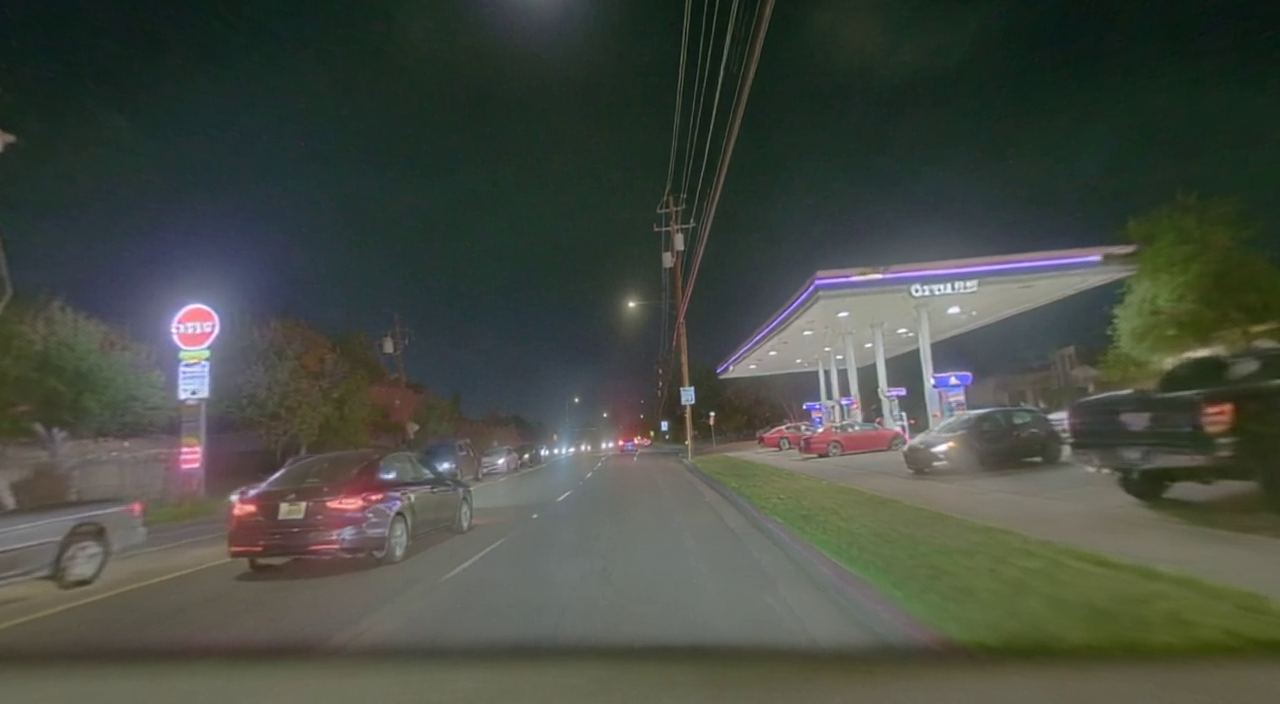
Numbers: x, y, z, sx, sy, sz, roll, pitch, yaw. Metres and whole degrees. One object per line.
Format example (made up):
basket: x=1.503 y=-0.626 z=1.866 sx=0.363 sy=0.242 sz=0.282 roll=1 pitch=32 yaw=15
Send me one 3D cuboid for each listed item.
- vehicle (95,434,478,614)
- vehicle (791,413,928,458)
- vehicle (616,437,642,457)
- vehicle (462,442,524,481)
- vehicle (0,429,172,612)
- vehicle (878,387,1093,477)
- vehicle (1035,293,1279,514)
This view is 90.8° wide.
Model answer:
vehicle: x=-3.500 y=1.752 z=7.489 sx=1.943 sy=1.455 sz=4.414 roll=0 pitch=-8 yaw=1
vehicle: x=8.196 y=3.129 z=23.537 sx=4.713 sy=1.518 sz=2.035 roll=4 pitch=-9 yaw=-27
vehicle: x=-0.793 y=7.245 z=48.274 sx=1.909 sy=1.482 sz=4.390 roll=0 pitch=-8 yaw=0
vehicle: x=-6.637 y=4.963 z=28.991 sx=1.863 sy=1.506 sz=4.597 roll=-3 pitch=-9 yaw=-2
vehicle: x=-6.997 y=1.620 z=5.542 sx=2.017 sy=1.681 sz=5.186 roll=-6 pitch=-9 yaw=-2
vehicle: x=7.478 y=1.749 z=13.634 sx=4.344 sy=1.674 sz=1.912 roll=4 pitch=-10 yaw=-29
vehicle: x=7.927 y=0.769 z=8.002 sx=5.441 sy=2.056 sz=2.552 roll=4 pitch=-10 yaw=-30
